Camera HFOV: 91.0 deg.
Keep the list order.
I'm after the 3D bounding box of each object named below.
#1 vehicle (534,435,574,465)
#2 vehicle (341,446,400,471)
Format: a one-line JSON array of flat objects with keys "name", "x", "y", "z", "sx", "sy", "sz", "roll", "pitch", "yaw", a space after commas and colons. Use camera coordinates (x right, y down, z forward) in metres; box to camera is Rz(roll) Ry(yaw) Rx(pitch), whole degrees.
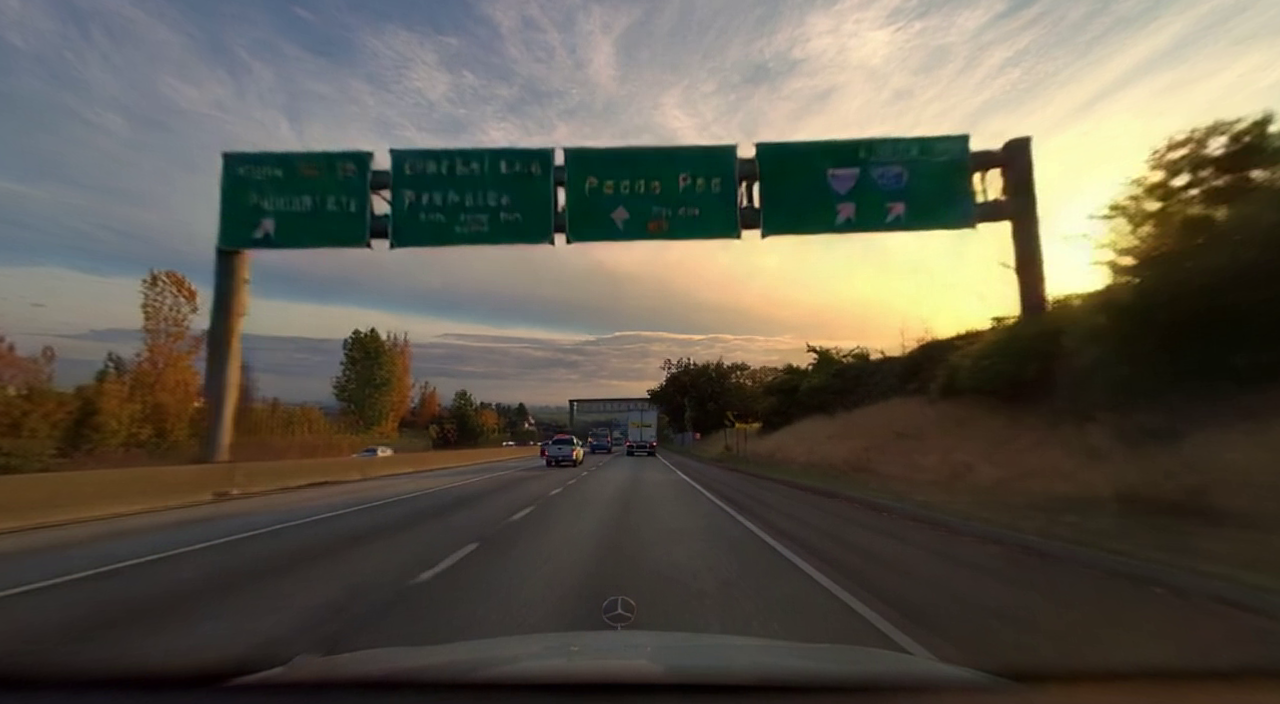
[{"name": "vehicle", "x": -5.582, "y": 6.425, "z": 41.454, "sx": 2.127, "sy": 1.839, "sz": 4.984, "roll": 0, "pitch": -8, "yaw": -2}, {"name": "vehicle", "x": -19.011, "y": 7.529, "z": 44.651, "sx": 1.976, "sy": 1.575, "sz": 5.075, "roll": 0, "pitch": -8, "yaw": 0}]
